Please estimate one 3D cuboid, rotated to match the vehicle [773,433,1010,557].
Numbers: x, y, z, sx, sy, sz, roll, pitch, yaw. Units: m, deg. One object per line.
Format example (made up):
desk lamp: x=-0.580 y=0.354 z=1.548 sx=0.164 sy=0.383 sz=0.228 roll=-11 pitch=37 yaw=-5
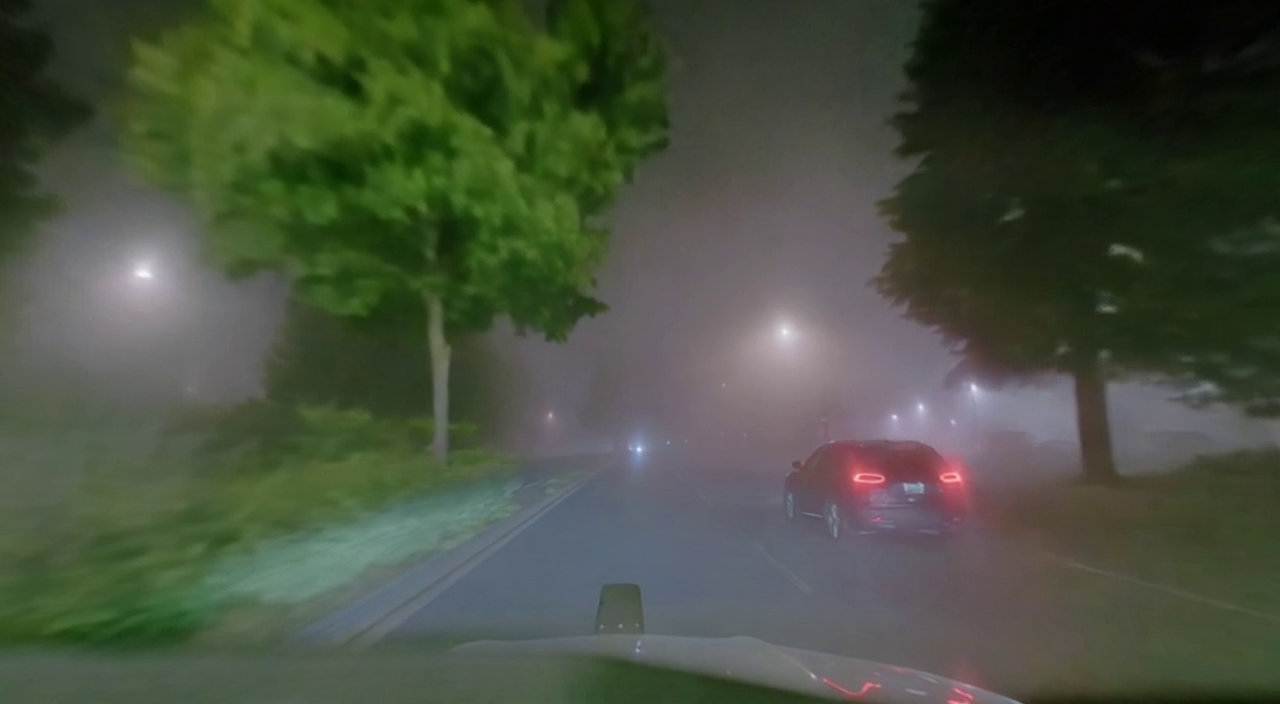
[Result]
vehicle: x=3.435 y=2.017 z=9.616 sx=1.852 sy=1.453 sz=4.083 roll=0 pitch=-9 yaw=-1
